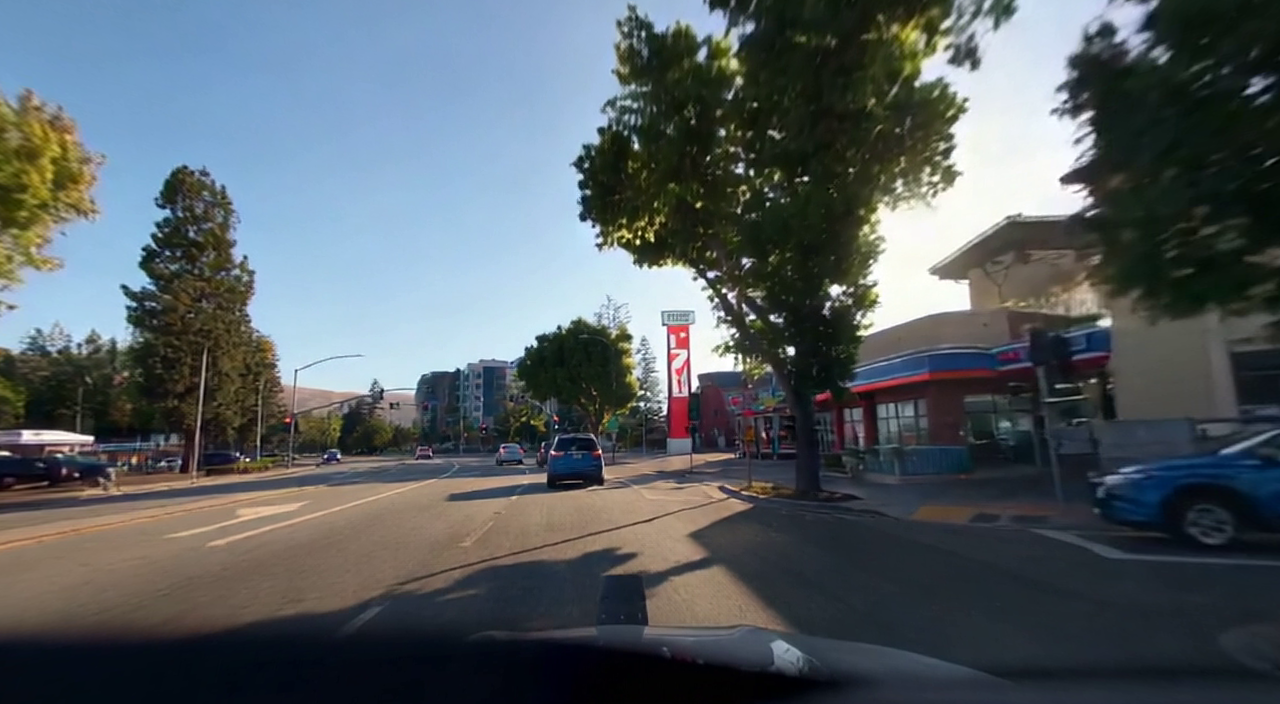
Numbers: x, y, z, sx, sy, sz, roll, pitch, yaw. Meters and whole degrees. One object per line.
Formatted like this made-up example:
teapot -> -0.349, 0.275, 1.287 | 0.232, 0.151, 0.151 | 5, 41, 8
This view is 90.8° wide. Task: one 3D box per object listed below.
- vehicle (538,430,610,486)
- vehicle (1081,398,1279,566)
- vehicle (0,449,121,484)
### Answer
vehicle -> -2.341, 3.567, 21.657 | 2.227, 1.733, 3.930 | 1, -8, -8
vehicle -> 8.103, 1.413, 7.025 | 5.076, 1.761, 2.077 | -6, -10, 36
vehicle -> -32.912, 6.392, 35.564 | 5.060, 1.793, 2.403 | 2, -8, -17
